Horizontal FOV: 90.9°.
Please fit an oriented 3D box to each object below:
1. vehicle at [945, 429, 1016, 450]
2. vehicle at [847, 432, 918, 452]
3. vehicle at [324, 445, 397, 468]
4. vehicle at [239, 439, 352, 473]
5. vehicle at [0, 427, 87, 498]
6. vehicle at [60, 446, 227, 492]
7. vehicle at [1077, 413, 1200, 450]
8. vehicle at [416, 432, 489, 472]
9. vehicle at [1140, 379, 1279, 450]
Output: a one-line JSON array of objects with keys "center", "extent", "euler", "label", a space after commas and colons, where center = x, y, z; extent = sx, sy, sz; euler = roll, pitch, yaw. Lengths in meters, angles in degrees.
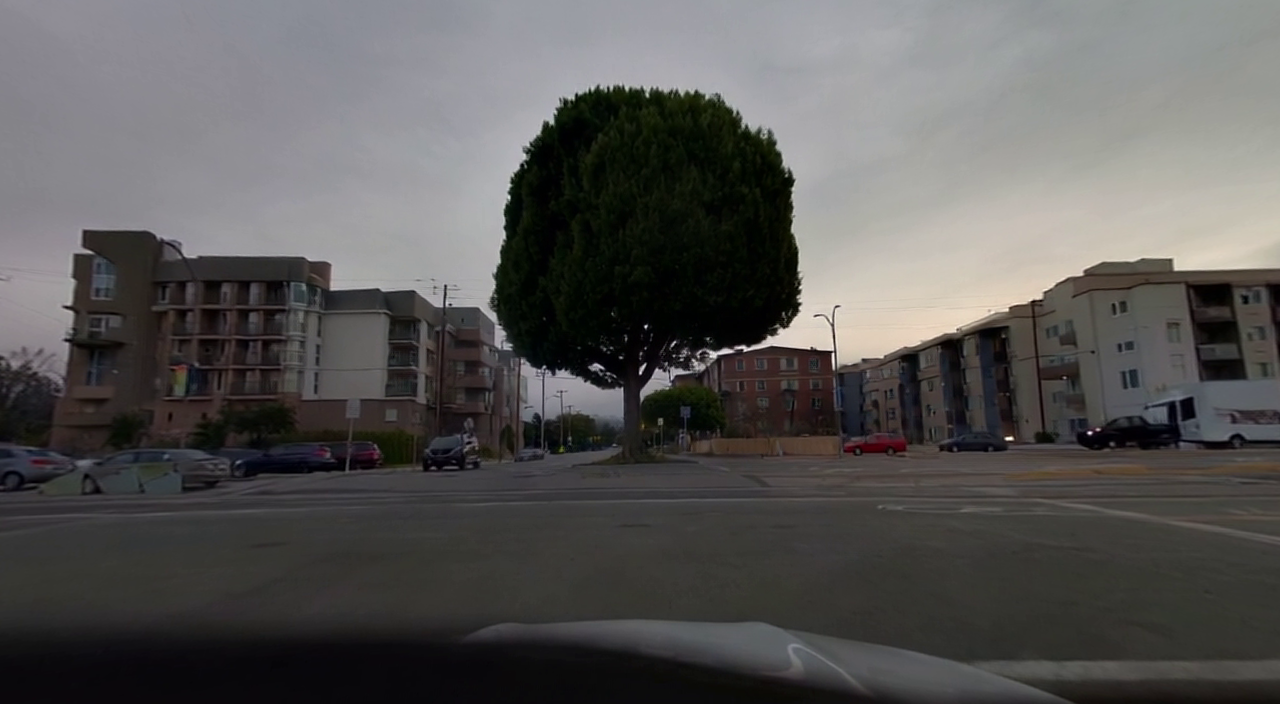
[{"center": [25.739, 6.621, 47.728], "extent": [4.323, 1.507, 1.896], "euler": [0, -8, -4], "label": "vehicle"}, {"center": [18.187, 6.761, 47.305], "extent": [4.528, 1.458, 1.939], "euler": [1, -7, -4], "label": "vehicle"}, {"center": [-19.970, 7.481, 45.227], "extent": [4.277, 1.527, 1.987], "euler": [0, -8, -3], "label": "vehicle"}, {"center": [-17.549, 5.268, 32.302], "extent": [2.010, 1.583, 4.582], "euler": [-6, -10, 34], "label": "vehicle"}, {"center": [-21.609, 3.726, 21.450], "extent": [3.506, 2.261, 2.158], "euler": [-1, -8, 5], "label": "vehicle"}, {"center": [-16.469, 3.858, 21.041], "extent": [4.233, 1.432, 1.755], "euler": [-1, -8, 6], "label": "vehicle"}, {"center": [29.087, 4.651, 36.922], "extent": [5.277, 2.032, 2.408], "euler": [1, -7, -3], "label": "vehicle"}, {"center": [-8.487, 4.584, 29.008], "extent": [2.156, 1.620, 4.945], "euler": [2, -9, -4], "label": "vehicle"}, {"center": [33.317, 3.413, 33.823], "extent": [10.986, 3.604, 2.707], "euler": [0, -9, -6], "label": "vehicle"}]
